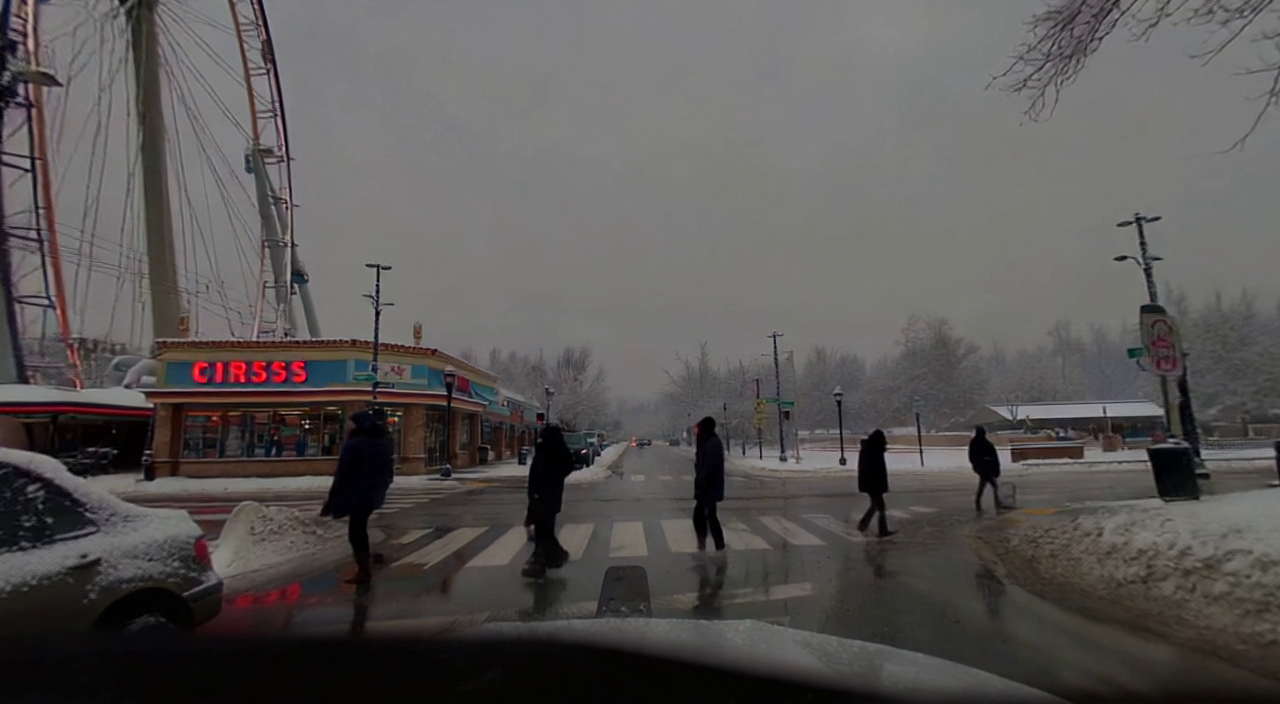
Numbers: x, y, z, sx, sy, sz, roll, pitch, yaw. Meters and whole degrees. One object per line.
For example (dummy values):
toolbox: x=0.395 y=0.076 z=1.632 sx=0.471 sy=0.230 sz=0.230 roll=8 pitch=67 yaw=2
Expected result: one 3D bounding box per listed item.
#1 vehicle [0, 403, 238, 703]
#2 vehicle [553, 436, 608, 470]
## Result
vehicle: x=-3.366 y=0.787 z=1.188 sx=1.940 sy=1.505 sz=4.676 roll=-1 pitch=-9 yaw=3
vehicle: x=-3.914 y=6.401 z=40.240 sx=2.549 sy=2.000 sz=5.699 roll=2 pitch=-9 yaw=-15
